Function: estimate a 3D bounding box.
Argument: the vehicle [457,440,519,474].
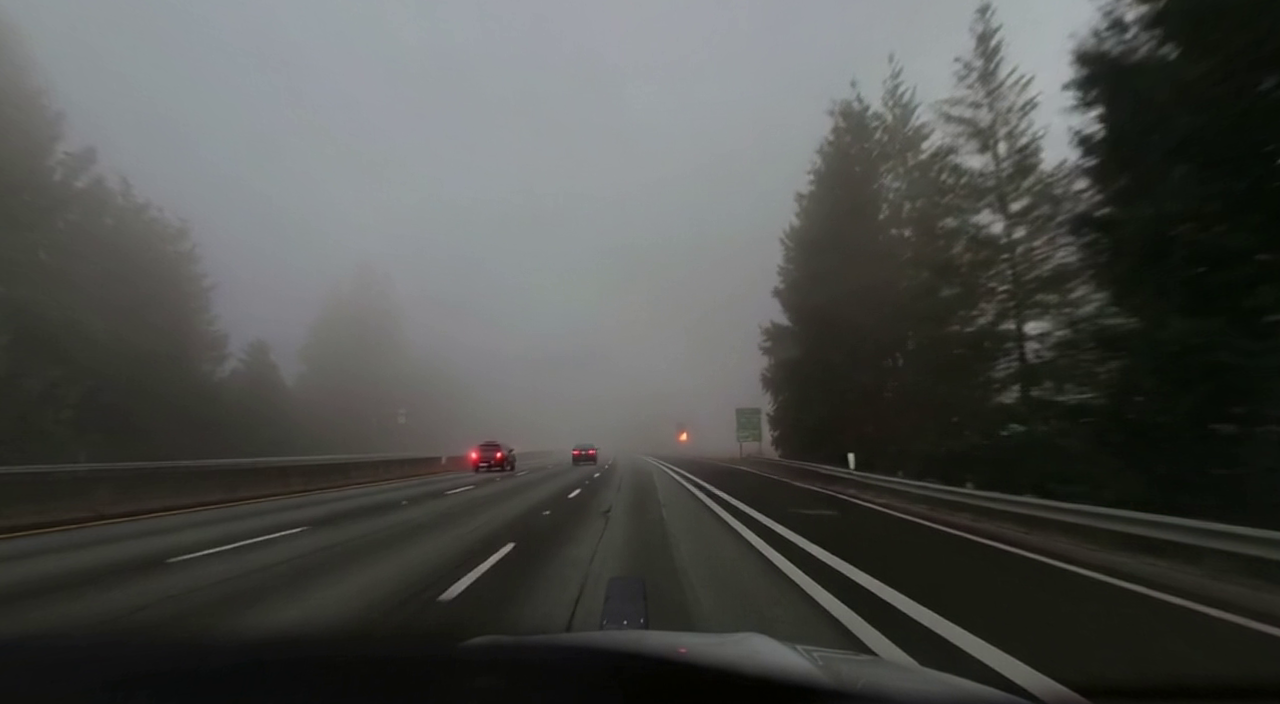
[{"bbox_3d":[-7.687,5.347,32.205,2.080,1.632,4.332,0,-9,0],"label":"vehicle"}]

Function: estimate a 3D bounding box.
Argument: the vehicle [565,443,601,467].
[{"bbox_3d":[-3.744,6.841,41.838,2.075,1.516,4.212,0,-8,-1],"label":"vehicle"}]
